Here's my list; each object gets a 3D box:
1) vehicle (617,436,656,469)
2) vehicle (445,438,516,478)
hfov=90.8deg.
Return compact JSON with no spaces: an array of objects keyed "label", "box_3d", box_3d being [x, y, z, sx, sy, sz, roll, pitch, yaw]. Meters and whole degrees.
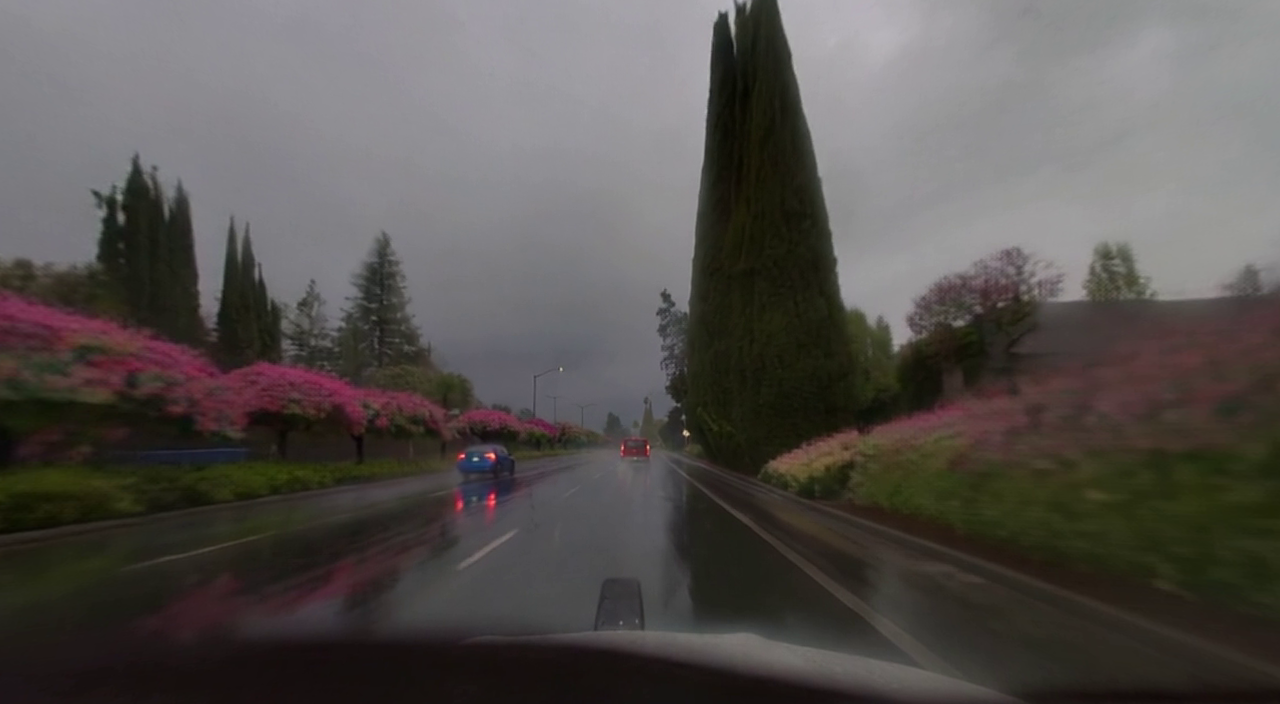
[{"label":"vehicle","box_3d":[-0.180,5.746,36.347,2.070,1.764,4.552,0,-8,0]},{"label":"vehicle","box_3d":[-7.188,4.803,28.951,1.993,1.657,4.487,0,-8,1]}]
